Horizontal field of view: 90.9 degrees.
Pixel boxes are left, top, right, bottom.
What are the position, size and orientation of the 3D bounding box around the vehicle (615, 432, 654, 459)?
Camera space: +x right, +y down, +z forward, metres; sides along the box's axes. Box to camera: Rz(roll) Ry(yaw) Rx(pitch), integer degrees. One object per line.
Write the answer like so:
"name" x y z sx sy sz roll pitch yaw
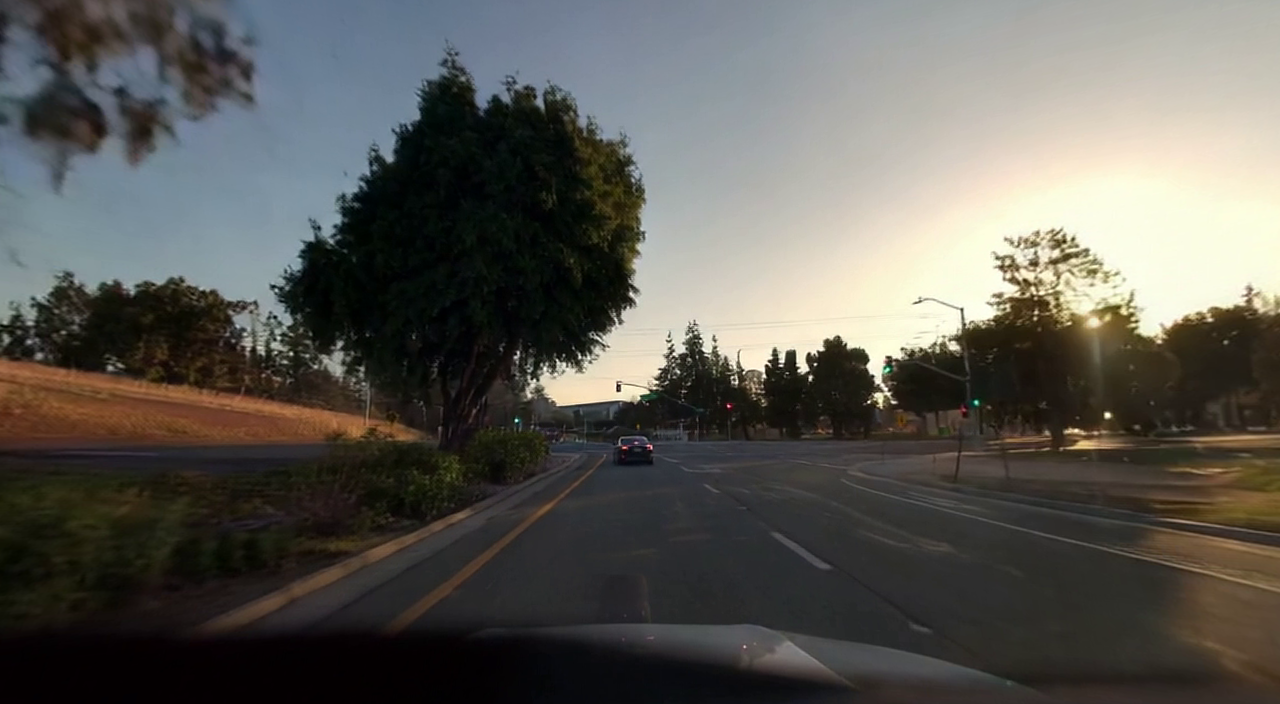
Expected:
"vehicle" -0.352 5.328 36.019 2.056 1.473 4.380 0 -8 -1
